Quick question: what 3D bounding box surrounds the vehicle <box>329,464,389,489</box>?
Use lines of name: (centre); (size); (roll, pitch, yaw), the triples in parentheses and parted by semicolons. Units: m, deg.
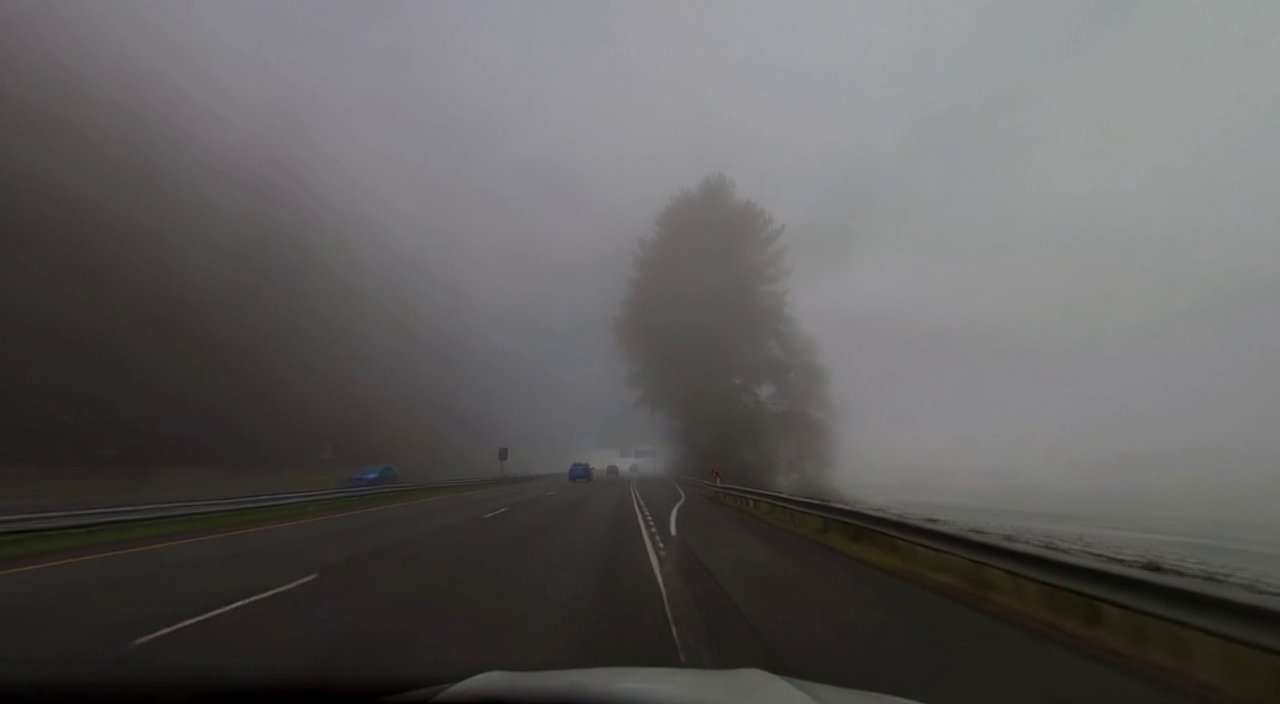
vehicle: (-18.175, 8.078, 40.998); (1.832, 1.481, 4.505); (1, -11, 0)

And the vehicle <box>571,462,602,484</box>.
vehicle: (-4.048, 9.289, 48.418); (2.042, 1.629, 4.276); (1, -11, 0)
